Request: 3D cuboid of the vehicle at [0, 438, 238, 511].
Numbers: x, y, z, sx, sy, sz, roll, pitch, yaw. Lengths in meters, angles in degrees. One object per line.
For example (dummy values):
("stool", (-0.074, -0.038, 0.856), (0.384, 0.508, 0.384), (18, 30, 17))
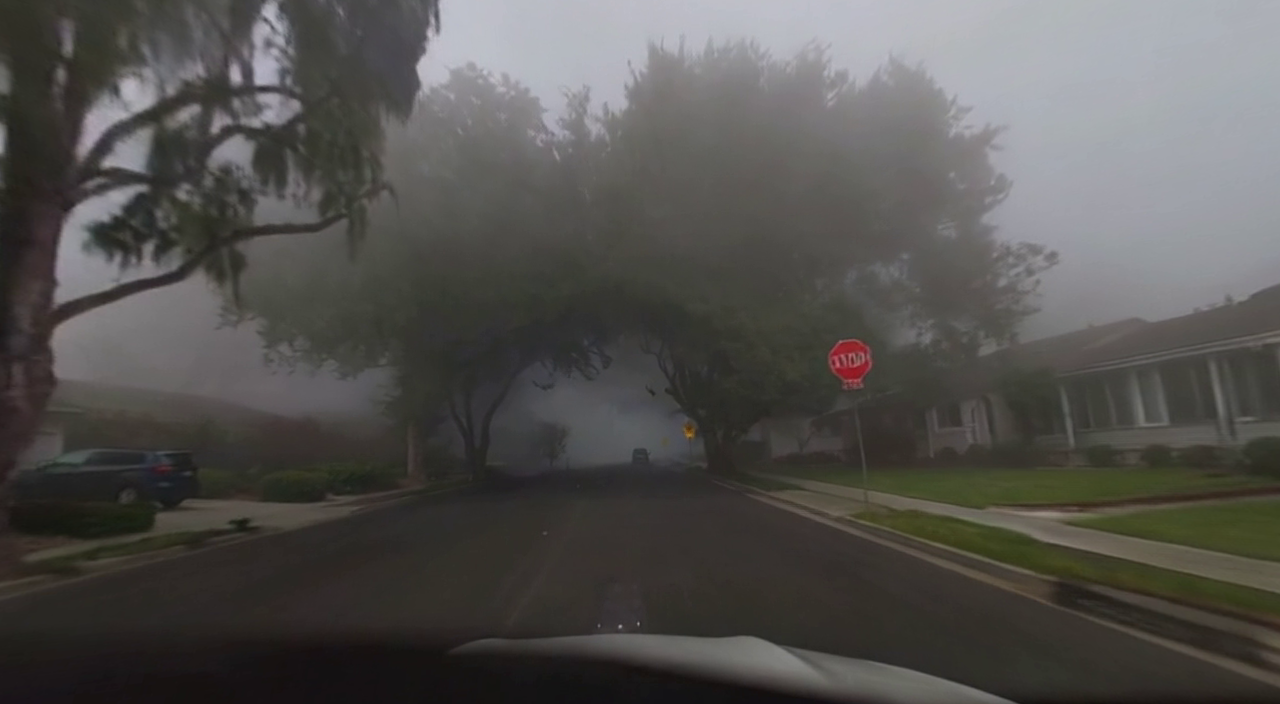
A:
("vehicle", (-14.363, 3.354, 17.599), (4.809, 1.865, 2.093), (0, -9, -2))
